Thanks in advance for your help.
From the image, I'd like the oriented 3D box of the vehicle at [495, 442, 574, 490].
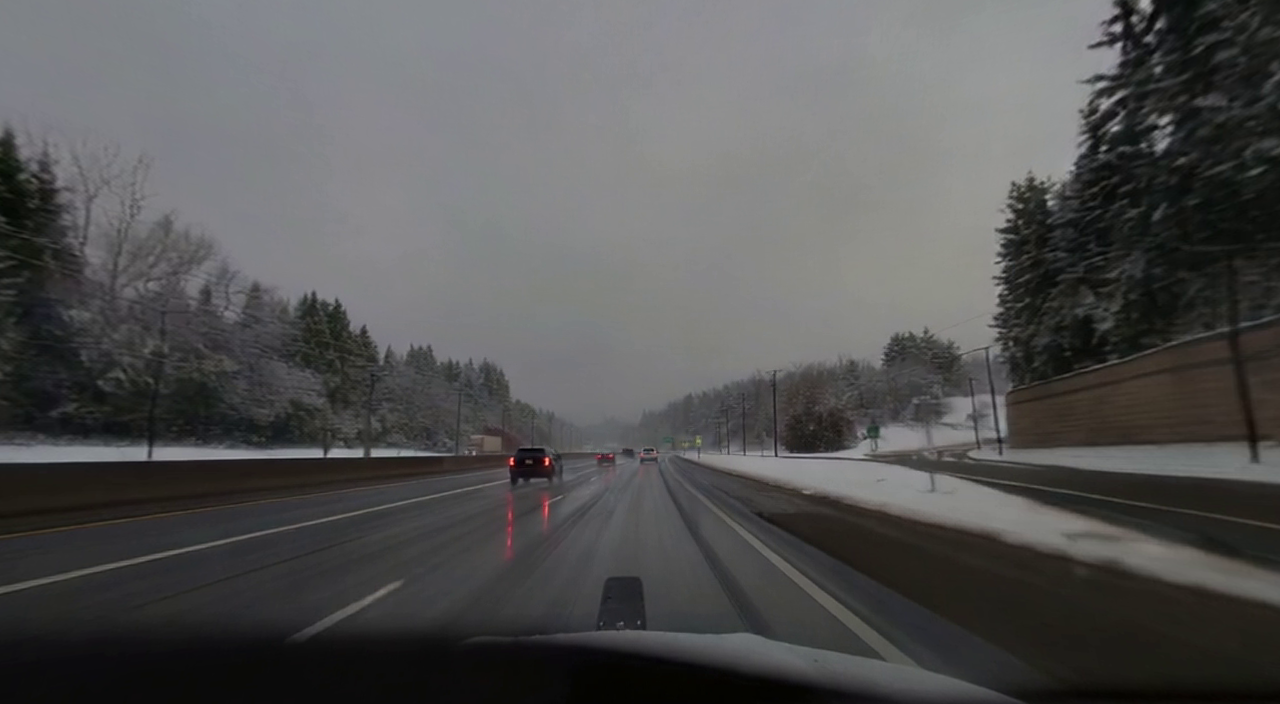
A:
[{"bbox_3d":[-3.982,4.398,24.581,2.263,1.696,4.321,0,-9,1],"label":"vehicle"}]
